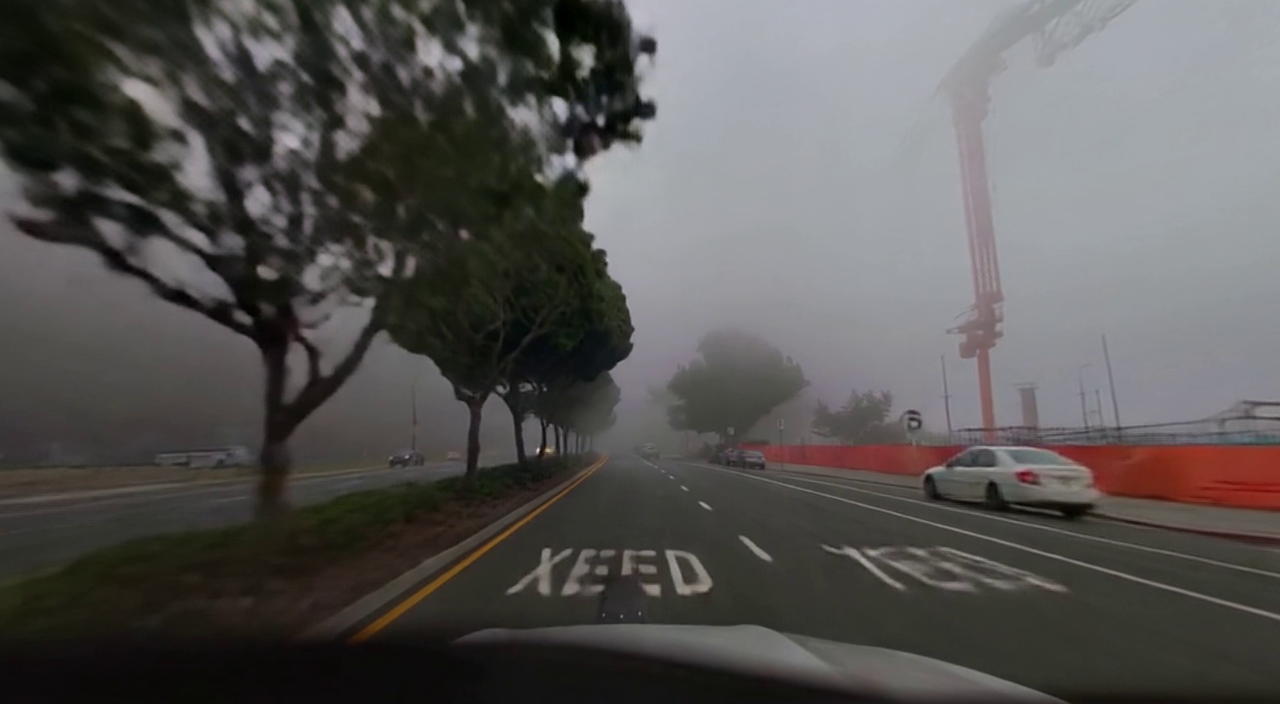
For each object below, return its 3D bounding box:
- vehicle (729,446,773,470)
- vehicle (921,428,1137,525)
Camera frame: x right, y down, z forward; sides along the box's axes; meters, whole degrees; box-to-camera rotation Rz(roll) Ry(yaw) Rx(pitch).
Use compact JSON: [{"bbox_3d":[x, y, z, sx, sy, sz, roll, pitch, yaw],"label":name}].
[{"bbox_3d":[7.631,7.305,43.851,1.974,1.472,4.654,2,-8,-3],"label":"vehicle"},{"bbox_3d":[8.259,2.649,14.055,2.080,1.706,4.392,2,-8,1],"label":"vehicle"}]
